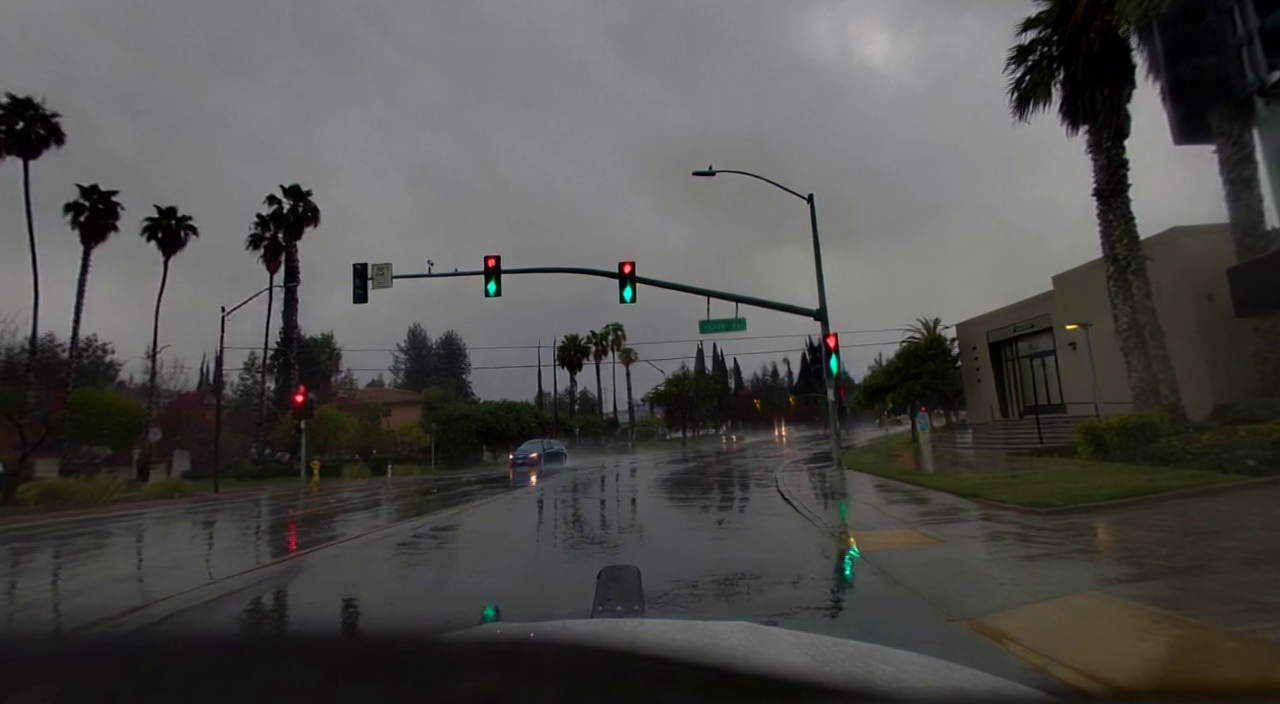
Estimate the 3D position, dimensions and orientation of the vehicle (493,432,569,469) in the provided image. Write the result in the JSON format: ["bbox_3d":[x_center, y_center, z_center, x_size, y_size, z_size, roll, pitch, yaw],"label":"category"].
[{"bbox_3d":[-5.678,5.234,33.636,2.181,1.792,4.648,-3,-9,16],"label":"vehicle"}]
